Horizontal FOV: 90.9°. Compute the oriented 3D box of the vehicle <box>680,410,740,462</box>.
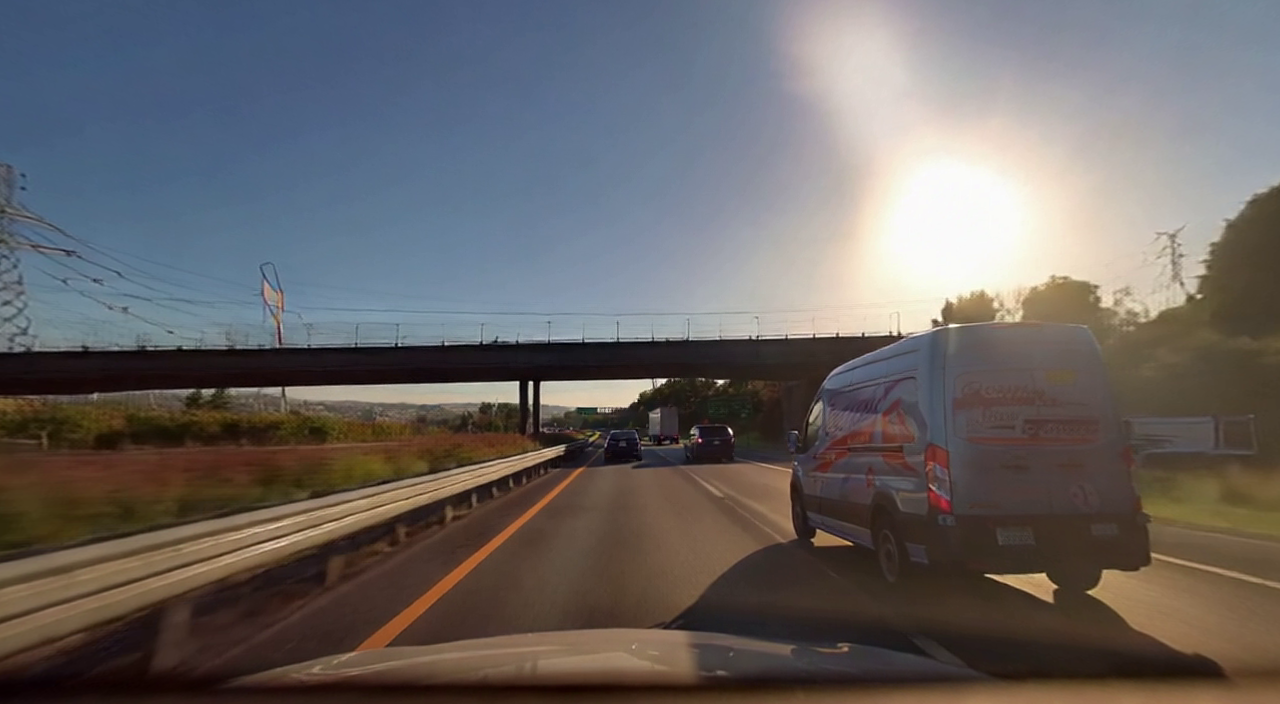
[{"bbox_3d":[3.578,4.461,33.328,2.387,2.506,5.374,0,-8,-2],"label":"vehicle"}]

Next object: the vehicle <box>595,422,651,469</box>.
[{"bbox_3d":[-0.680,3.746,25.471,2.073,1.750,4.116,0,-8,-2],"label":"vehicle"}]
